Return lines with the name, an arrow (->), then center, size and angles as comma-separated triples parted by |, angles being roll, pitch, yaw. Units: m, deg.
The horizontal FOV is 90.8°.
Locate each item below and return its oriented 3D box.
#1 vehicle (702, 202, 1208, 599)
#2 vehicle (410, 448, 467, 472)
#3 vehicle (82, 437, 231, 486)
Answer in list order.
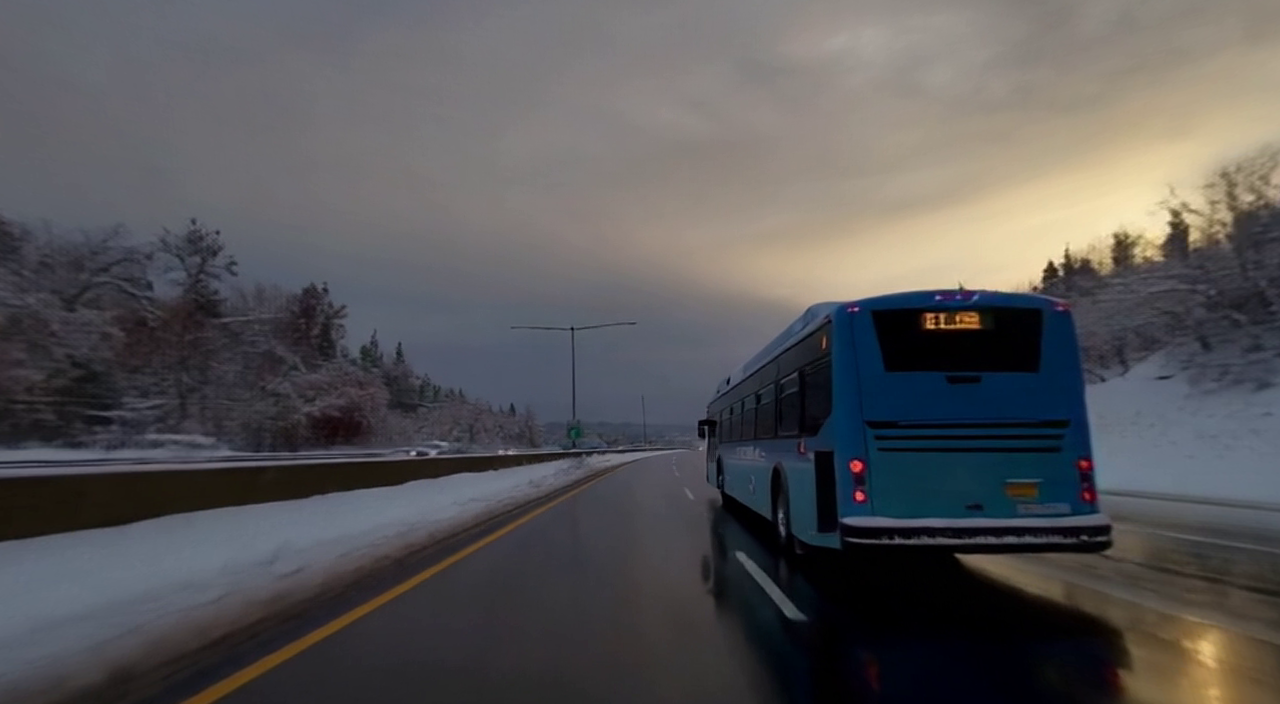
vehicle -> 3.449, 1.445, 12.938 | 3.144, 3.580, 14.591 | 0, -9, 1
vehicle -> -13.691, 7.339, 43.183 | 2.099, 1.471, 4.756 | -1, -9, 3
vehicle -> -21.396, 4.859, 28.397 | 2.115, 1.932, 5.596 | -1, -9, 2
